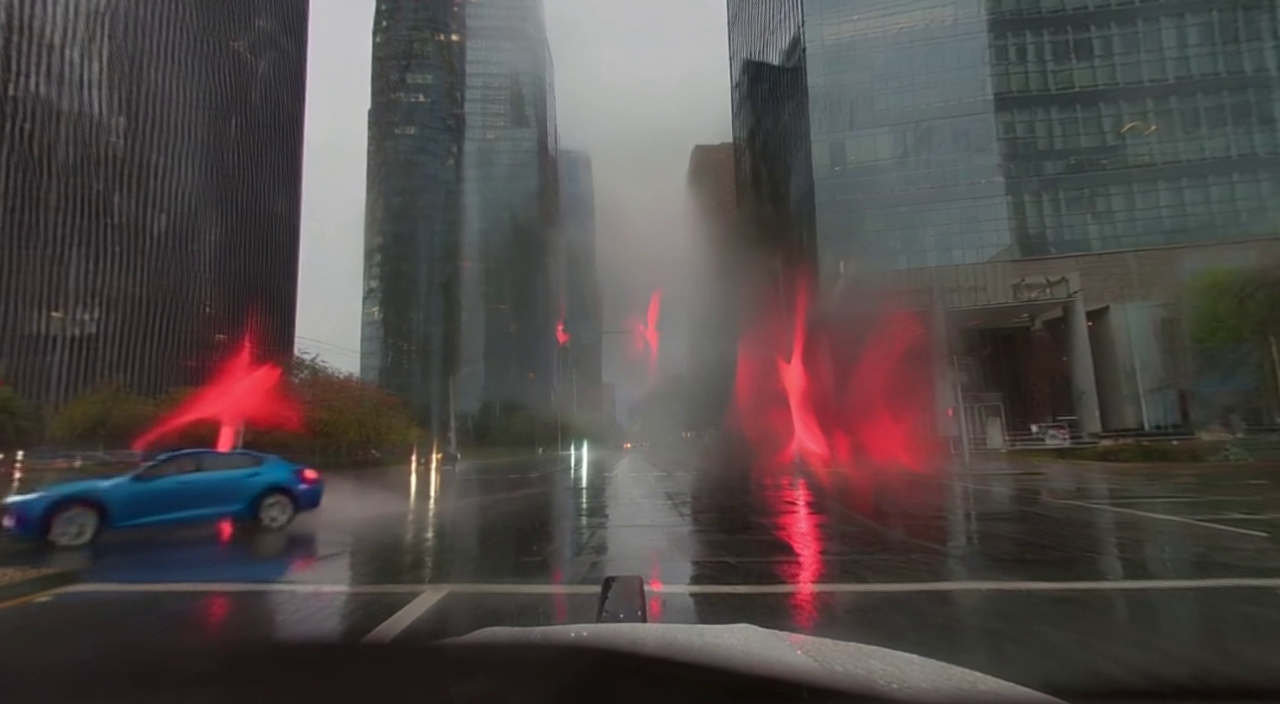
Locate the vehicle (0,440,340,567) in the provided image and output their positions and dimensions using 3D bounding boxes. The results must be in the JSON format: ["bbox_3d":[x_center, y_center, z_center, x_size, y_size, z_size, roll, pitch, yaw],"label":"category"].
[{"bbox_3d":[-7.557,2.275,10.294,2.065,1.572,4.218,-7,-11,37],"label":"vehicle"}]

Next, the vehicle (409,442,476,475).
[{"bbox_3d":[-11.554,6.277,37.257,2.069,1.771,4.947,0,-9,3],"label":"vehicle"}]
